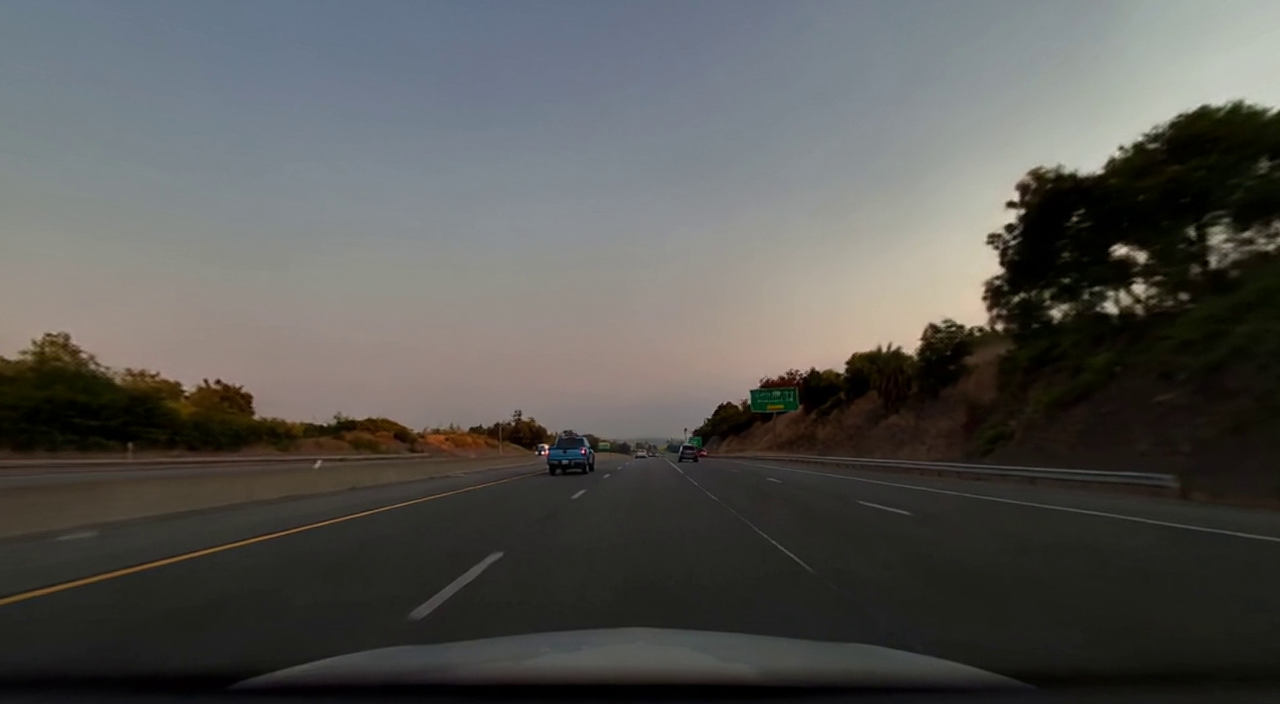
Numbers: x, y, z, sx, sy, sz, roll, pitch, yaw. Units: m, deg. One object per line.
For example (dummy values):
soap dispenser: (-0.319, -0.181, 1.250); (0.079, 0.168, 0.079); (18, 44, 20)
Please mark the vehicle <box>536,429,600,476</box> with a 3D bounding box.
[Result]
vehicle: (-3.671, 5.324, 33.524); (2.496, 2.203, 6.317); (0, -9, 2)
